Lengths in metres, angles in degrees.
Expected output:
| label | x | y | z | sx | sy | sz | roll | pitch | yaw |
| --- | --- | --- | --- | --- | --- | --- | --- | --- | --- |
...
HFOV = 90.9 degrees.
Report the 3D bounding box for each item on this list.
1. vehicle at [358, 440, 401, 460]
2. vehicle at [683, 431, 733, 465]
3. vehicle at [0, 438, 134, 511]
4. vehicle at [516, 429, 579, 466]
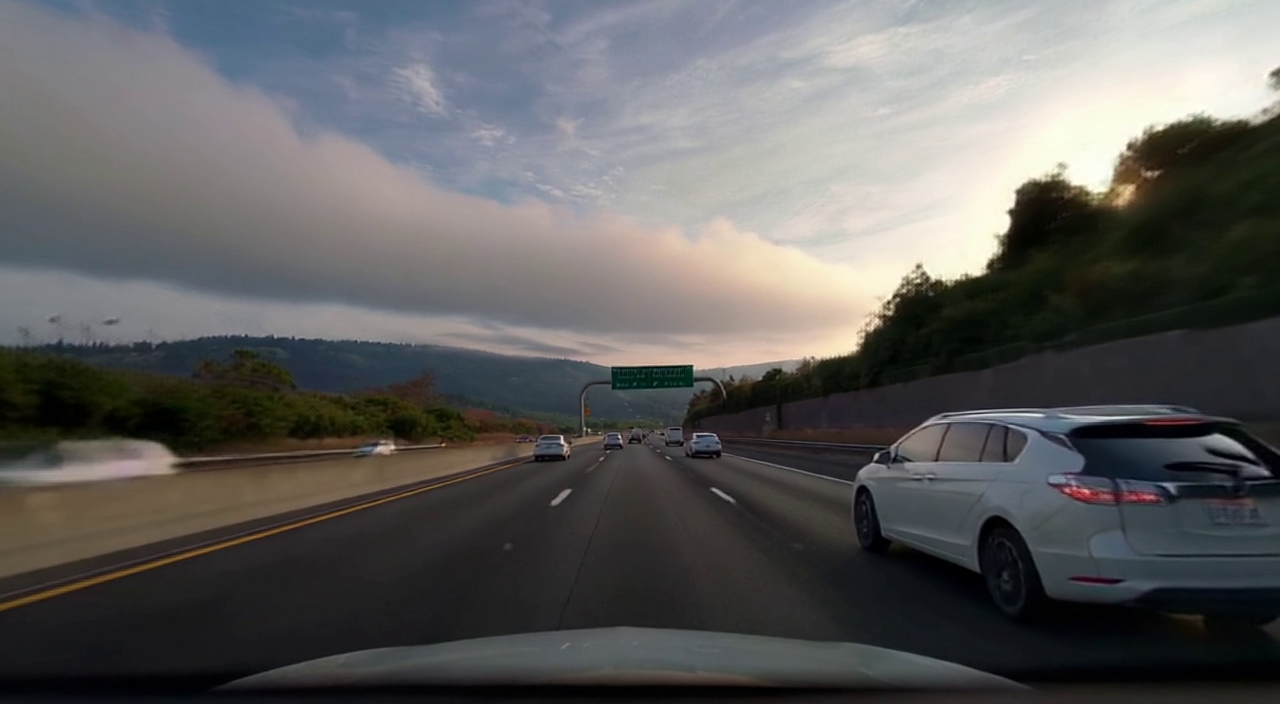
| label | x | y | z | sx | sy | sz | roll | pitch | yaw |
| --- | --- | --- | --- | --- | --- | --- | --- | --- | --- |
| vehicle | -20.033 | 7.522 | 48.568 | 1.754 | 1.429 | 3.677 | 0 | -8 | -1 |
| vehicle | 3.072 | 4.406 | 29.221 | 1.806 | 1.469 | 3.681 | 0 | -8 | -1 |
| vehicle | -13.947 | 2.650 | 13.992 | 2.025 | 1.457 | 4.147 | 0 | -8 | -2 |
| vehicle | -4.031 | 4.216 | 28.065 | 2.204 | 1.486 | 4.121 | 0 | -8 | 0 |
